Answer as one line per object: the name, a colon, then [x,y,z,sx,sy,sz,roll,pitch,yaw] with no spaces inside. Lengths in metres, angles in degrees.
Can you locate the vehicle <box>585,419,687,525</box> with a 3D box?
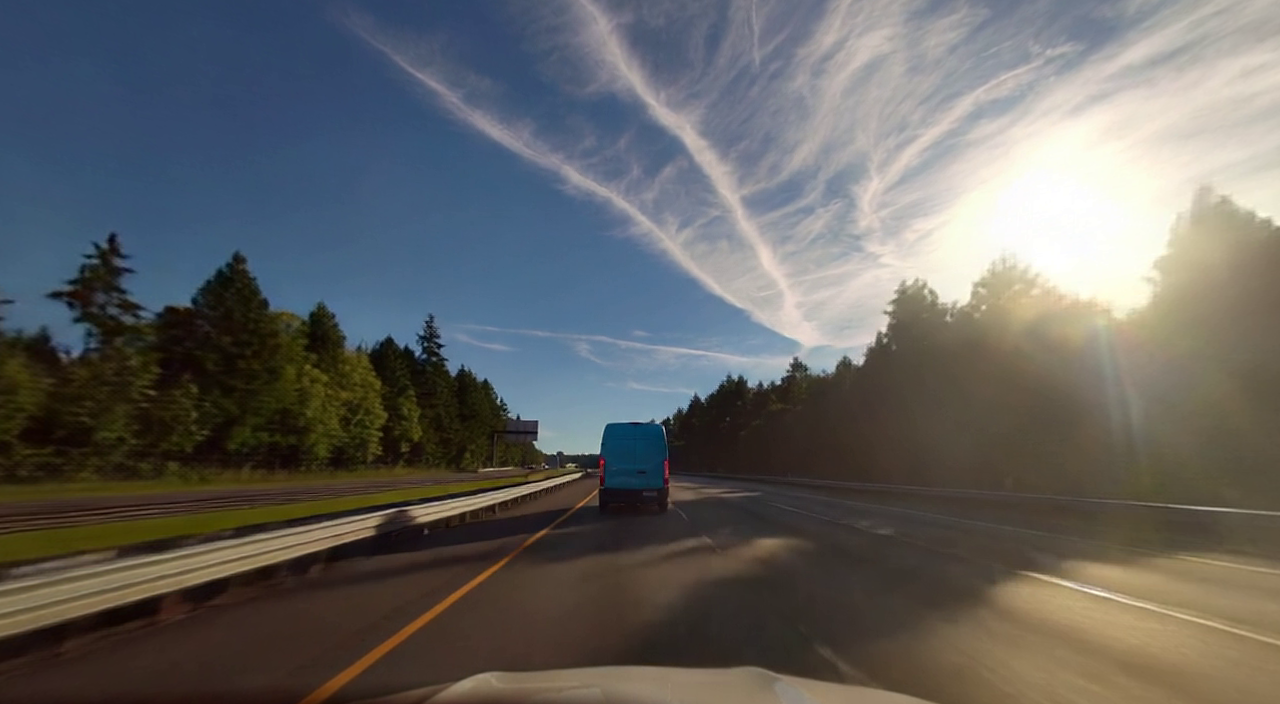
vehicle: [-0.186,3.384,17.960,2.375,2.432,6.161,1,-10,-2]
